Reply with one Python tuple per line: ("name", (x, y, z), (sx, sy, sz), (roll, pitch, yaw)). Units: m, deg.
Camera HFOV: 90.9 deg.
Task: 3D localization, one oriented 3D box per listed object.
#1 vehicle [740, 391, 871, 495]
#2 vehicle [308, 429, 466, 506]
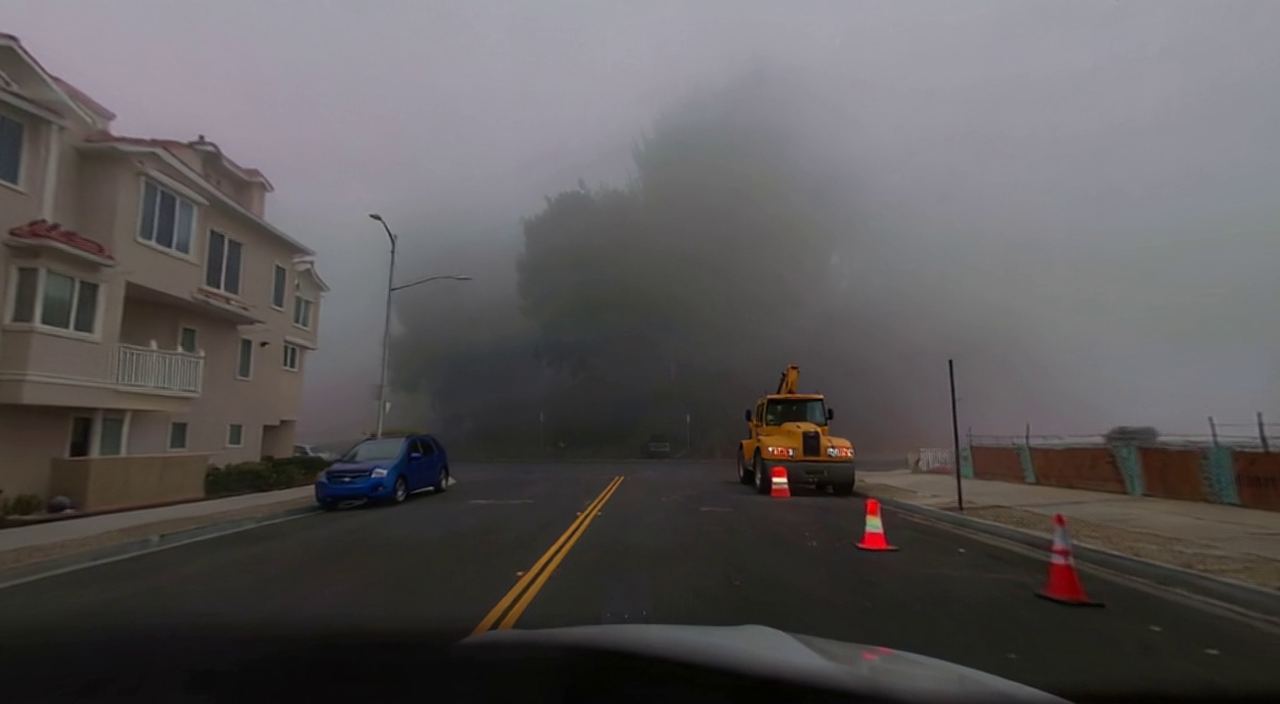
("vehicle", (4.497, 2.569, 17.848), (2.501, 2.613, 3.505), (1, -8, -5))
("vehicle", (-6.538, 2.994, 17.058), (2.220, 1.765, 4.799), (0, -7, 1))
